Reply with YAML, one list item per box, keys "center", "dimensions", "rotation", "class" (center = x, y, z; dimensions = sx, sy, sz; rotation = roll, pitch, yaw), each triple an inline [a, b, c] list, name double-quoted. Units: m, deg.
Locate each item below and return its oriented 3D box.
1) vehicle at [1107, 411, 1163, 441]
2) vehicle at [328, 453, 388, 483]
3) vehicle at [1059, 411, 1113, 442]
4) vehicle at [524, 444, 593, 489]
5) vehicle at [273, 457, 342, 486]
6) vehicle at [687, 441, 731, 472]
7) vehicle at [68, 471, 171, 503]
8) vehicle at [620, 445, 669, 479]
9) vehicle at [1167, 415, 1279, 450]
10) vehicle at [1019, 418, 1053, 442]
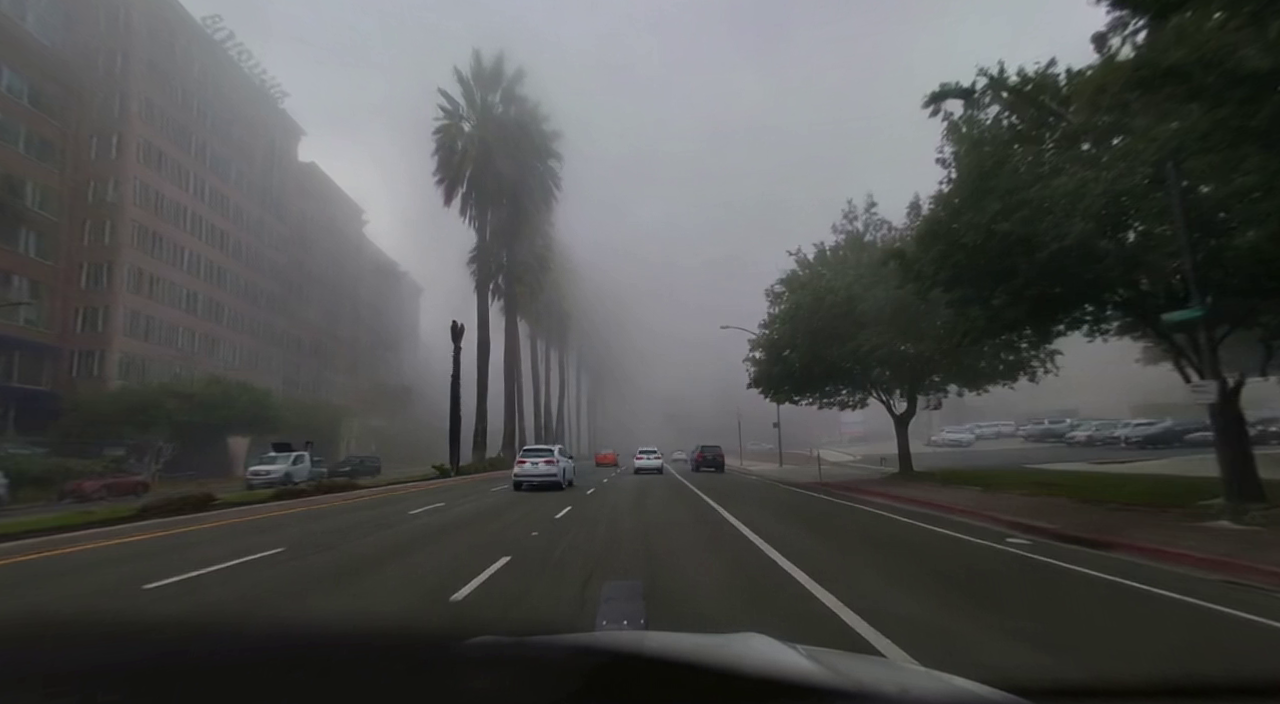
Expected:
- center: [30.572, 4.615, 39.032]
  dimensions: [1.955, 1.709, 4.014]
  rotation: [-5, -10, 28]
  class: "vehicle"
- center: [-17.149, 7.053, 38.574]
  dimensions: [1.831, 1.611, 3.912]
  rotation: [0, -9, 1]
  class: "vehicle"
- center: [27.762, 4.731, 39.368]
  dimensions: [2.102, 1.779, 4.903]
  rotation: [-5, -10, 28]
  class: "vehicle"
- center: [-2.935, 4.206, 23.605]
  dimensions: [1.908, 1.505, 4.369]
  rotation: [-1, -8, 1]
  class: "vehicle"
- center: [-20.848, 7.491, 39.724]
  dimensions: [1.954, 1.588, 4.170]
  rotation: [-1, -9, 1]
  class: "vehicle"
- center: [4.151, 6.363, 38.557]
  dimensions: [2.108, 1.785, 4.334]
  rotation: [0, -9, -1]
  class: "vehicle"
- center: [-28.896, 7.461, 35.188]
  dimensions: [1.838, 1.469, 4.556]
  rotation: [-1, -9, 1]
  class: "vehicle"
- center: [0.228, 5.167, 29.885]
  dimensions: [2.147, 1.507, 3.953]
  rotation: [0, -8, 0]
  class: "vehicle"
- center: [27.276, 3.715, 28.822]
  dimensions: [1.815, 1.463, 4.379]
  rotation: [3, -9, -21]
  class: "vehicle"
- center: [27.932, 5.554, 44.526]
  dimensions: [1.781, 1.592, 3.879]
  rotation: [-5, -10, 30]
  class: "vehicle"
